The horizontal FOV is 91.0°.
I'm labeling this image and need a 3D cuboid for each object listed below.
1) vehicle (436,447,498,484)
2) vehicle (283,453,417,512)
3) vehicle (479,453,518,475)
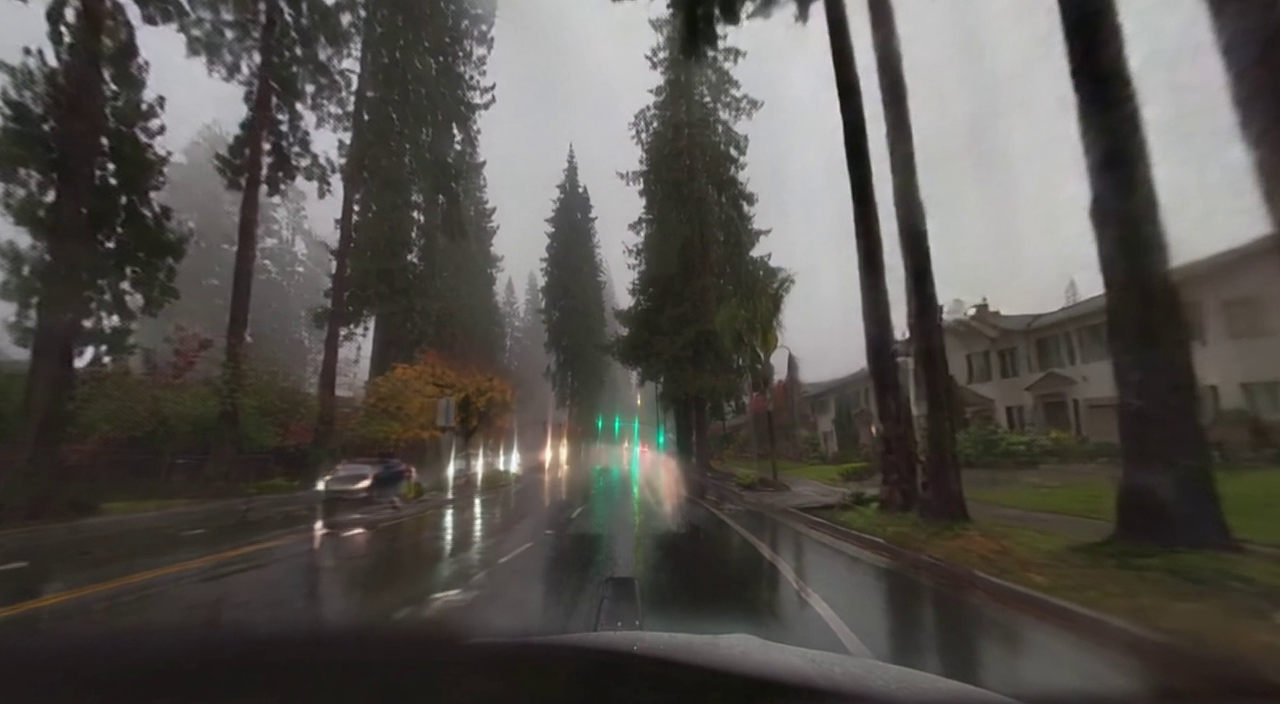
[{"bbox_3d":[-9.267,6.078,34.135,2.057,1.805,4.933,0,-8,-1],"label":"vehicle"},{"bbox_3d":[-8.562,3.866,19.123,2.050,1.486,4.512,0,-8,-2],"label":"vehicle"},{"bbox_3d":[-10.830,8.570,48.475,1.925,1.503,4.411,0,-8,1],"label":"vehicle"}]
